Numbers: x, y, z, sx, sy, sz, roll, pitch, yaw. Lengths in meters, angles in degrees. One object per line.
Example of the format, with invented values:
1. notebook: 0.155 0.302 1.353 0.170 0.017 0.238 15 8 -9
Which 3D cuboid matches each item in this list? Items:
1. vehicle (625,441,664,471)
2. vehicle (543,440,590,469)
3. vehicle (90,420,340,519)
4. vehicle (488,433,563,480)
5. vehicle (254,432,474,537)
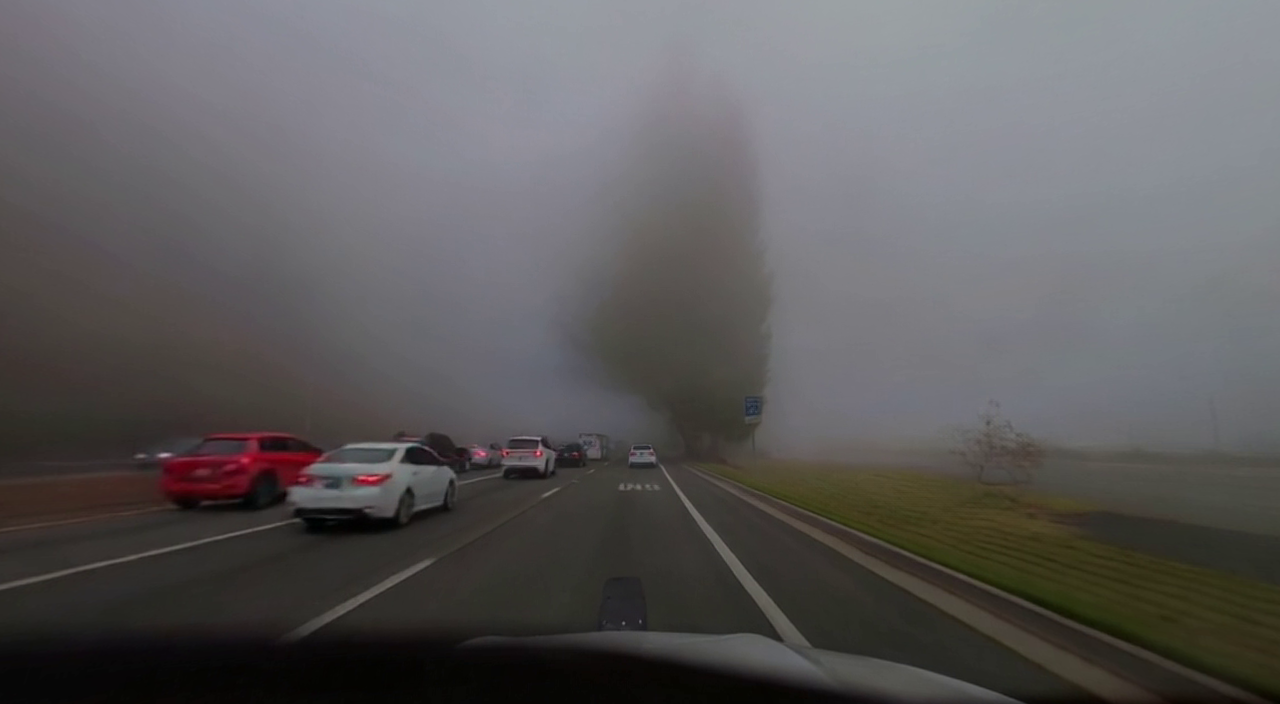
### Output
1. vehicle: 0.220 5.358 32.643 1.875 1.453 3.888 0 -8 0
2. vehicle: -4.079 5.770 35.714 2.121 1.485 4.363 0 -8 0
3. vehicle: -8.397 2.357 13.146 1.959 1.668 4.557 -1 -8 1
4. vehicle: -4.477 4.156 25.314 2.042 1.713 4.493 -1 -8 2
5. vehicle: -4.532 2.214 11.175 2.068 1.480 4.039 0 -8 0
